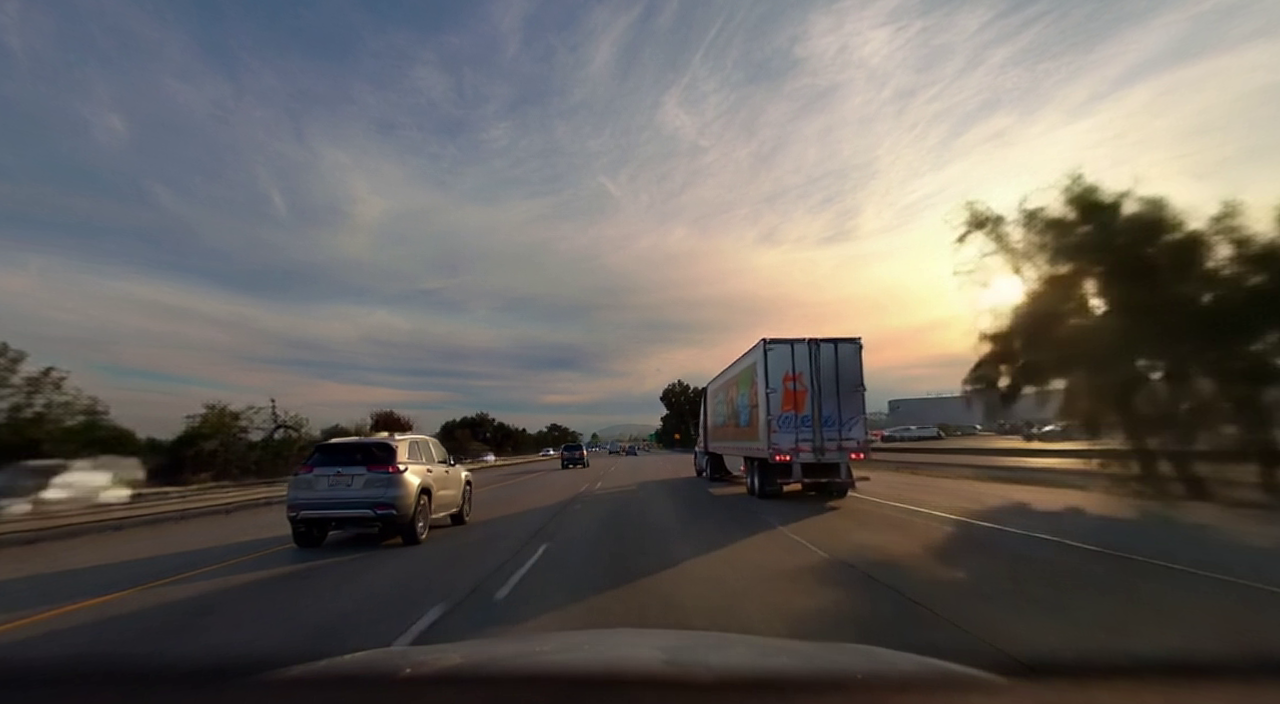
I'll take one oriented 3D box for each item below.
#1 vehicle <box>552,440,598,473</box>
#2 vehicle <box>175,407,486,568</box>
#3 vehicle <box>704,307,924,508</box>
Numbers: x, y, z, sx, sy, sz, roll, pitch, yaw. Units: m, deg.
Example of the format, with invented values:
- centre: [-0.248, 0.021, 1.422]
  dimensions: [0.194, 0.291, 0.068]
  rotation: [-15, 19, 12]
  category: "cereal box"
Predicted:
- centre: [-3.620, 5.906, 35.748]
  dimensions: [2.139, 1.716, 4.530]
  rotation: [0, -9, 0]
  category: "vehicle"
- centre: [-3.992, 1.854, 9.320]
  dimensions: [2.202, 1.760, 4.617]
  rotation: [0, -9, 1]
  category: "vehicle"
- centre: [4.325, 2.185, 20.162]
  dimensions: [2.998, 4.236, 13.886]
  rotation: [0, -9, 0]
  category: "vehicle"
